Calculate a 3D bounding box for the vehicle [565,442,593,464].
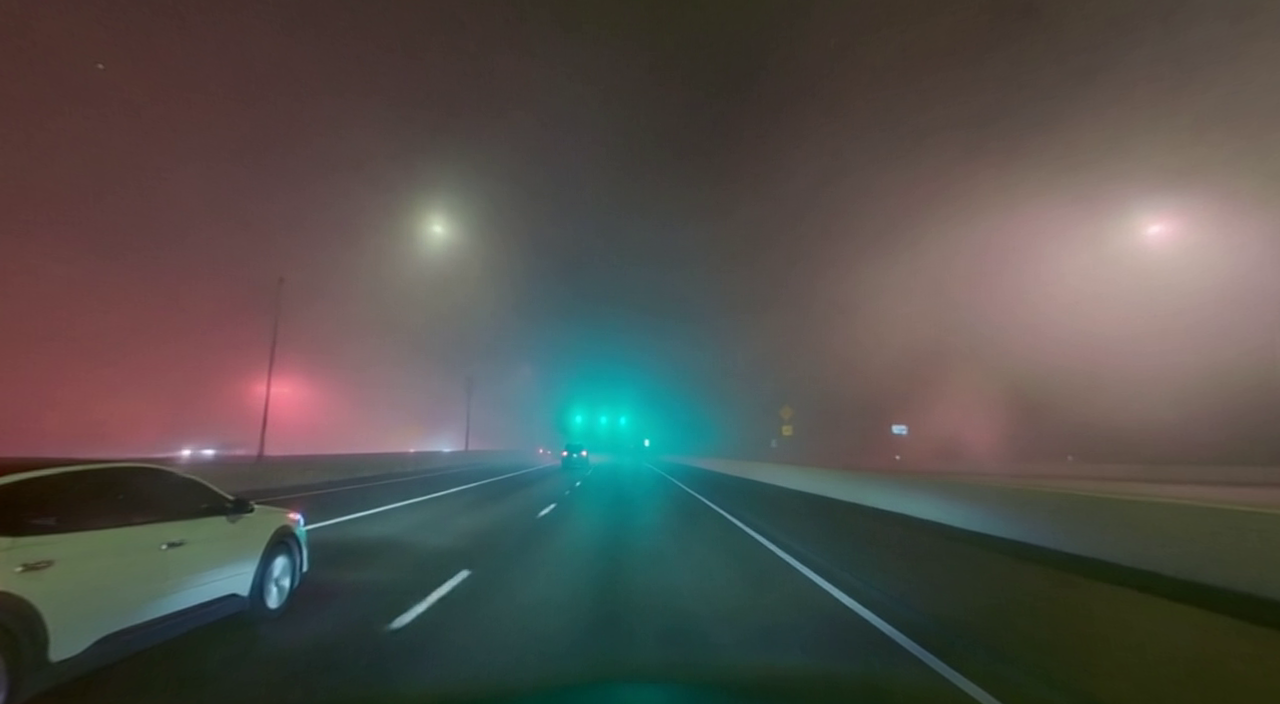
[{"bbox_3d":[-4.737,7.881,49.434,1.971,1.643,4.009,0,-8,-2],"label":"vehicle"}]
